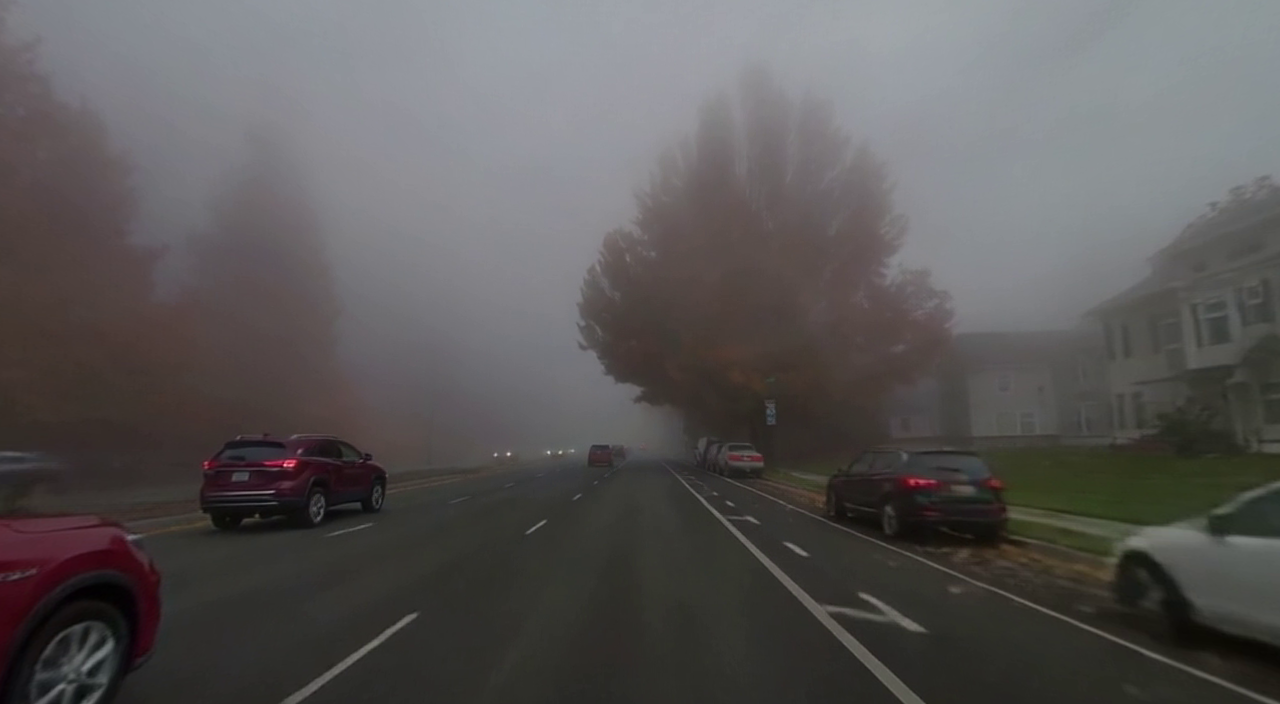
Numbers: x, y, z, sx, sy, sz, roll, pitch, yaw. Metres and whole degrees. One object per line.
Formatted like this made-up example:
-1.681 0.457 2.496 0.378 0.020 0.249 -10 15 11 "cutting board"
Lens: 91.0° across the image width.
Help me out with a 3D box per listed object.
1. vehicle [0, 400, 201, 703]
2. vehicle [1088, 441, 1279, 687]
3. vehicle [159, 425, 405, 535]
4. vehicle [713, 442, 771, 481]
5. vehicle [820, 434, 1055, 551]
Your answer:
-3.143 0.694 0.741 1.982 1.478 4.465 0 -9 1 "vehicle"
4.726 1.171 3.127 1.824 1.453 4.374 0 -9 1 "vehicle"
-6.506 2.368 12.237 2.034 1.711 4.512 0 -9 1 "vehicle"
4.739 5.164 29.953 1.950 1.668 4.414 0 -9 -1 "vehicle"
4.819 2.320 11.115 1.934 1.612 4.477 0 -9 0 "vehicle"
